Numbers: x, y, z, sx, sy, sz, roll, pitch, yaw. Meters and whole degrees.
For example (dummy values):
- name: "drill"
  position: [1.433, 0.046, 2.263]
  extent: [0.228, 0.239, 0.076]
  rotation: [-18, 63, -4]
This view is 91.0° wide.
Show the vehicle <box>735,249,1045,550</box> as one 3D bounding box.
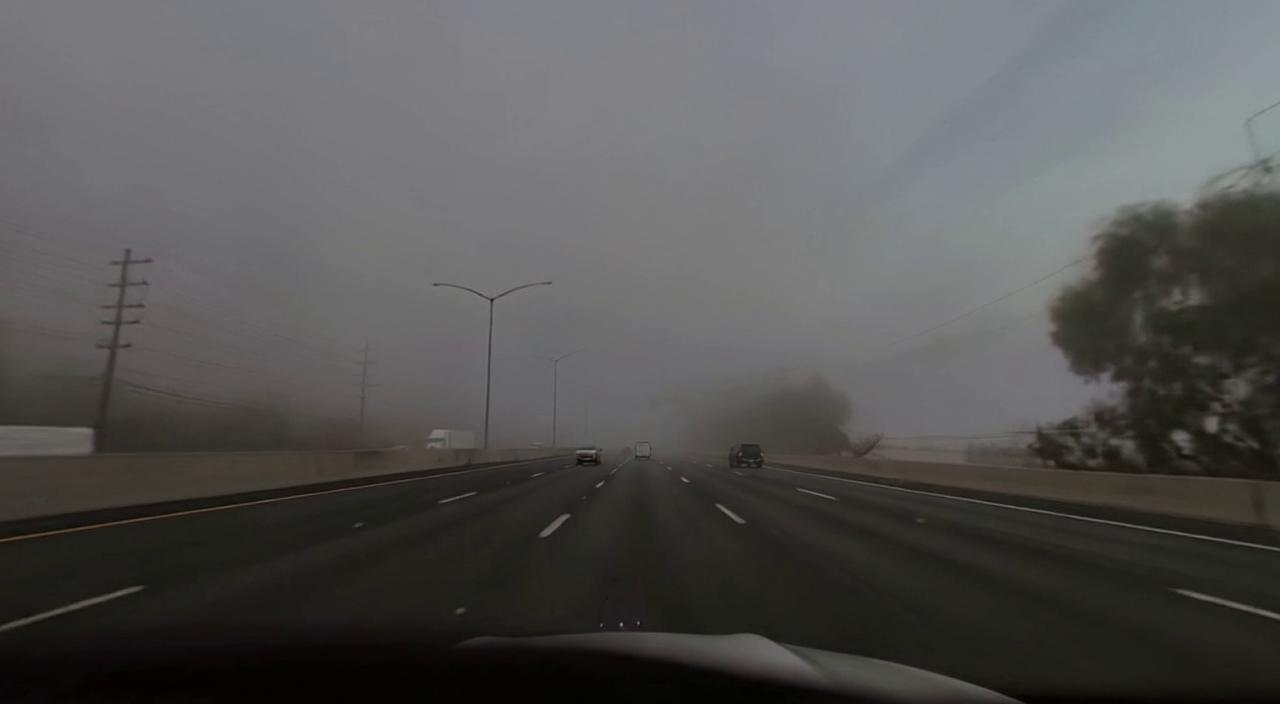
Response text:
- name: "vehicle"
  position: [3.821, 1.099, 12.069]
  extent: [3.042, 4.037, 7.253]
  rotation: [0, -9, 2]

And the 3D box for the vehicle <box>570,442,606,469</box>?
- name: "vehicle"
  position: [-3.407, 6.869, 41.977]
  extent: [2.000, 1.658, 4.155]
  rotation: [0, -9, 0]
